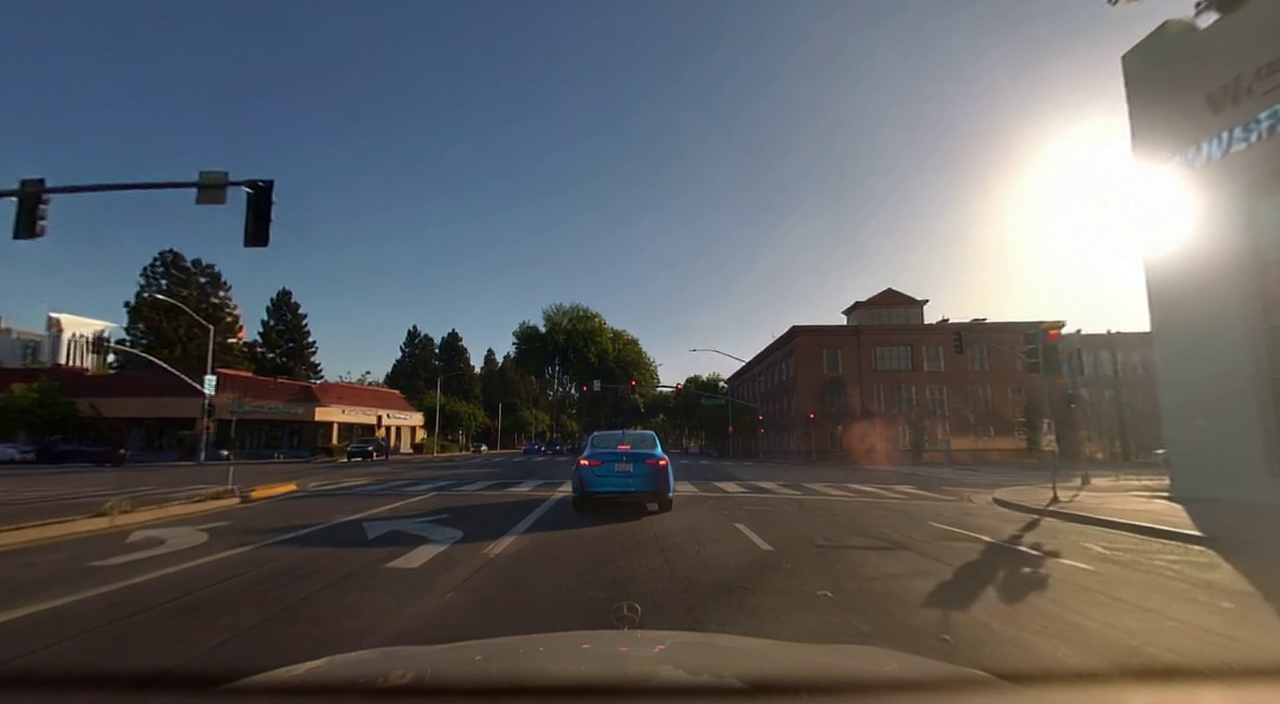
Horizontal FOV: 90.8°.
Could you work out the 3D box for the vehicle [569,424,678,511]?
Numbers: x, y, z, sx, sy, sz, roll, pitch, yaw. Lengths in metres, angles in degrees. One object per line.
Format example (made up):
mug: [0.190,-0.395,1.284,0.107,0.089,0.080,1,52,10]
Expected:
vehicle: [-0.357,2.480,13.964,2.066,1.618,3.922,0,-8,-1]
